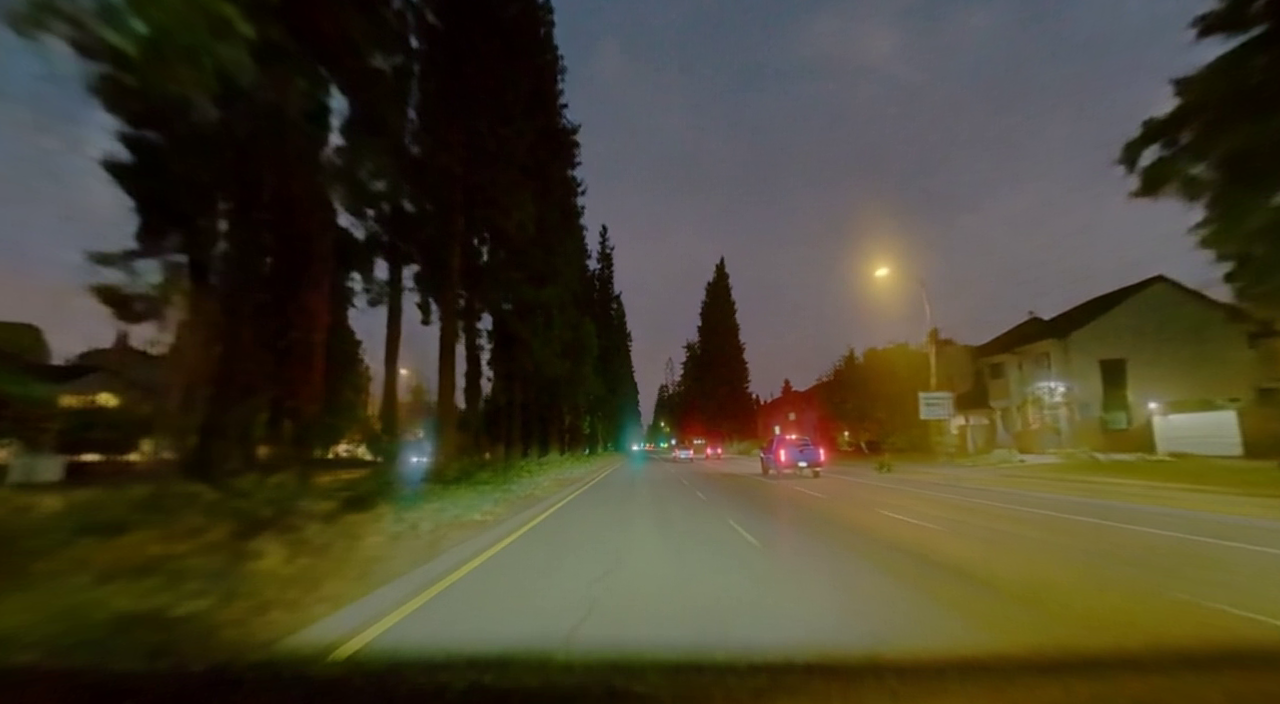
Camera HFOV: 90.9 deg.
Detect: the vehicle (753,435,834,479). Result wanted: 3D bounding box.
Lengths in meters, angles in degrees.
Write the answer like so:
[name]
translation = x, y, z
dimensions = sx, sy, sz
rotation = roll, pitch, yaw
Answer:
[vehicle]
translation = 6.832, 4.762, 28.791
dimensions = 2.262, 1.769, 5.666
rotation = 0, -9, 0
